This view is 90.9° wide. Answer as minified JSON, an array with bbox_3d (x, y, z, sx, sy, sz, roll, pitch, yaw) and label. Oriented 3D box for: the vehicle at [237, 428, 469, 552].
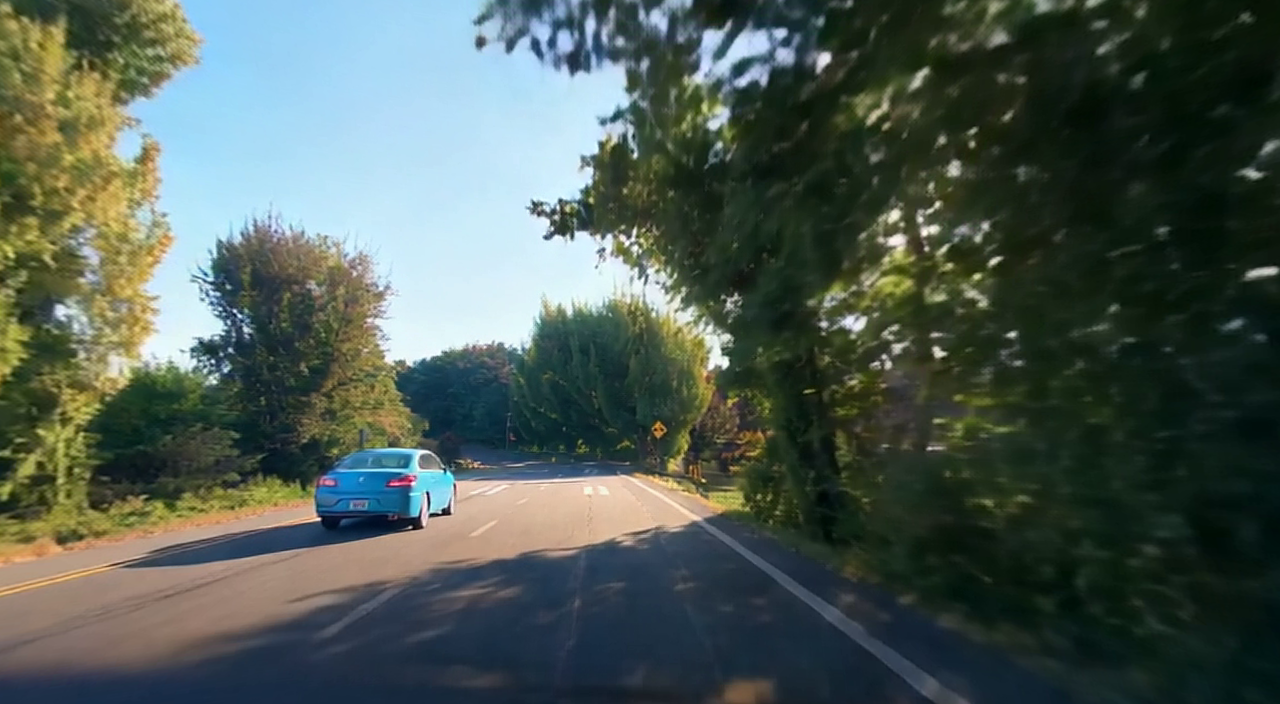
[{"bbox_3d":[-4.352,2.143,10.419,2.078,1.607,3.959,0,-9,-2],"label":"vehicle"}]
